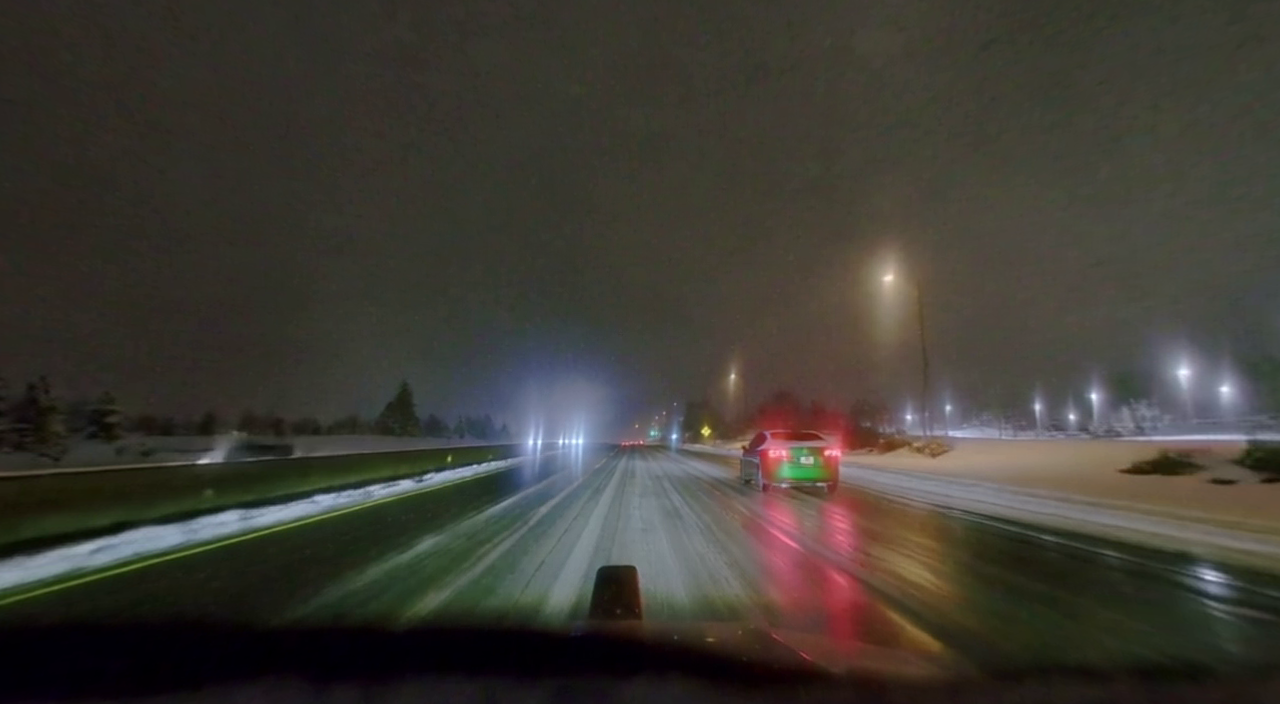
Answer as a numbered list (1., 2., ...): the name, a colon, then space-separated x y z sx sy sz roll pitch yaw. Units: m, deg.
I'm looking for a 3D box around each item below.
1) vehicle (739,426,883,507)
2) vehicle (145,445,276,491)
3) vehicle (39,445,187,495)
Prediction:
1. vehicle: 3.499 2.407 13.719 1.946 1.481 3.969 0 -8 -2
2. vehicle: -16.298 4.386 24.204 1.855 1.526 4.558 0 -8 0
3. vehicle: -19.736 4.379 23.852 1.907 1.651 4.295 0 -8 -1
